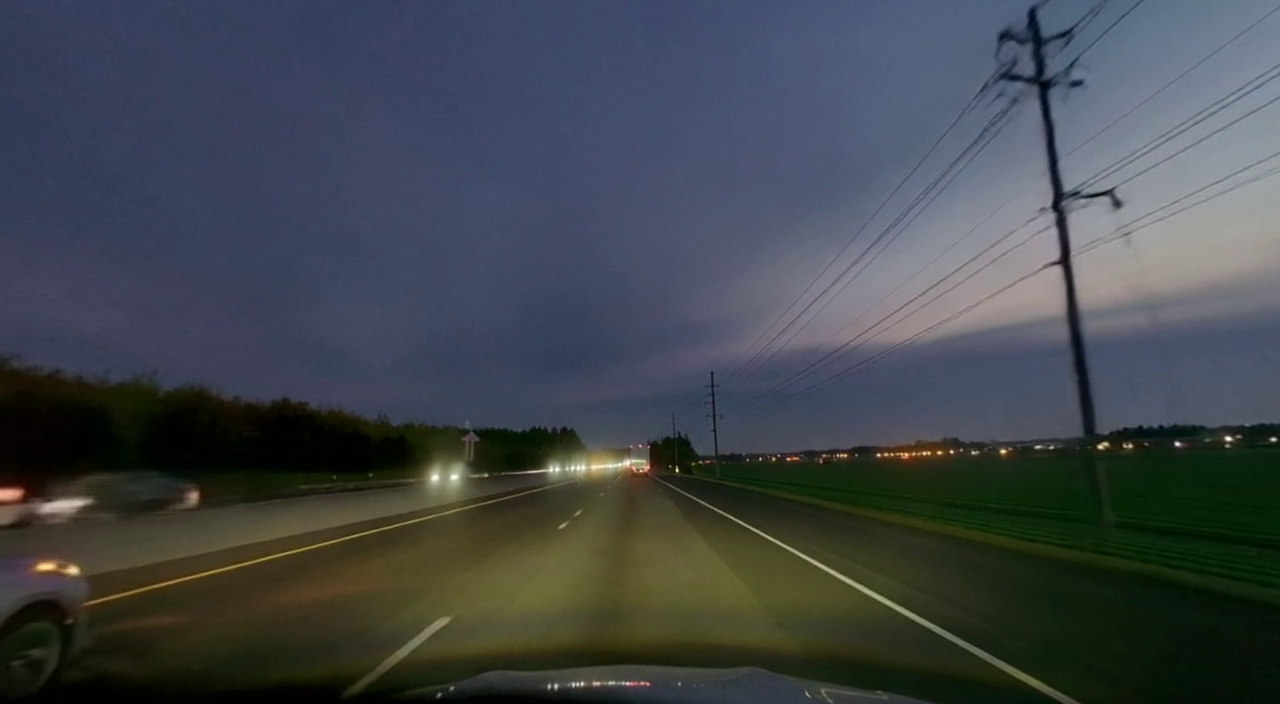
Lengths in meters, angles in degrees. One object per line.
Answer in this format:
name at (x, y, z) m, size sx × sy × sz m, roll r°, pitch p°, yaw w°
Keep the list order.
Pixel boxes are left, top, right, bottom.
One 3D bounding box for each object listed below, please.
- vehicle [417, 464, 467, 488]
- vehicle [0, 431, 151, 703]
vehicle at (-12.014, 7.556, 38.511) m, size 1.731 × 1.369 × 3.999 m, roll 1°, pitch -11°, yaw 0°
vehicle at (-4.070, 0.831, 1.484) m, size 2.000 × 1.462 × 4.721 m, roll 1°, pitch -10°, yaw 0°
